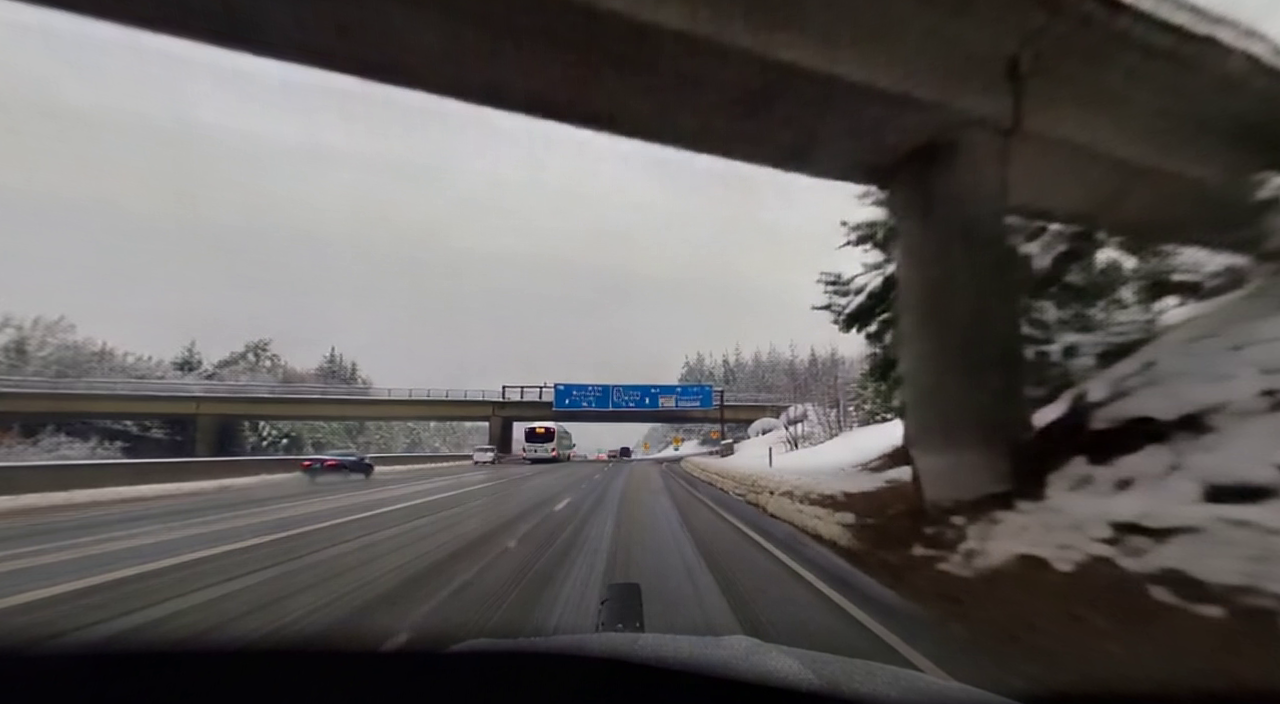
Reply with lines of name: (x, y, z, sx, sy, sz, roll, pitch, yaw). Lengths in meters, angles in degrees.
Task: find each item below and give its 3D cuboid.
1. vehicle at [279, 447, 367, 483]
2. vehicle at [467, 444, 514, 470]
vehicle: (-14.027, 5.003, 28.180, 1.878, 1.470, 3.825, 0, -9, 0)
vehicle: (-9.873, 6.958, 42.061, 1.979, 1.600, 4.516, 0, -9, 1)
